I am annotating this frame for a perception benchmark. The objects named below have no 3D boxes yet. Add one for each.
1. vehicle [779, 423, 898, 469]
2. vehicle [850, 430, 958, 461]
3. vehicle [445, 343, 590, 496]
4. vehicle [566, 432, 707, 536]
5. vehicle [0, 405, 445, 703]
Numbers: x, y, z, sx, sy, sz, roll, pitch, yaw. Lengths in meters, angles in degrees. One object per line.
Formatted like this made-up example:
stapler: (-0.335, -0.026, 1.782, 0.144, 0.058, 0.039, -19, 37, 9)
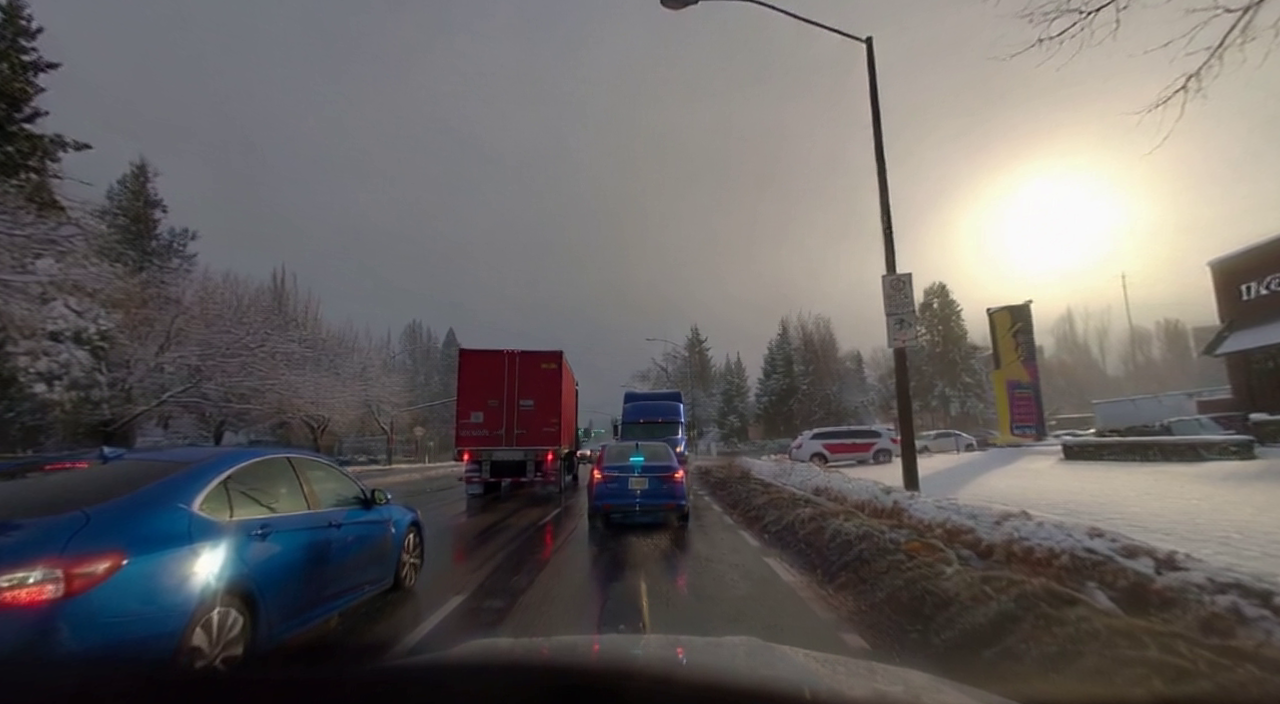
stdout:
vehicle: (8.812, 4.232, 28.341, 2.061, 1.845, 4.829, 6, -10, -34)
vehicle: (13.255, 4.725, 31.750, 4.574, 1.478, 1.880, 0, -8, 3)
vehicle: (-3.291, 2.169, 19.159, 3.020, 3.800, 7.105, 0, -8, -1)
vehicle: (-0.088, 2.246, 11.331, 2.067, 1.506, 4.118, 0, -8, -1)
vehicle: (-3.052, 1.236, 4.375, 1.969, 1.471, 4.378, 0, -8, 0)
